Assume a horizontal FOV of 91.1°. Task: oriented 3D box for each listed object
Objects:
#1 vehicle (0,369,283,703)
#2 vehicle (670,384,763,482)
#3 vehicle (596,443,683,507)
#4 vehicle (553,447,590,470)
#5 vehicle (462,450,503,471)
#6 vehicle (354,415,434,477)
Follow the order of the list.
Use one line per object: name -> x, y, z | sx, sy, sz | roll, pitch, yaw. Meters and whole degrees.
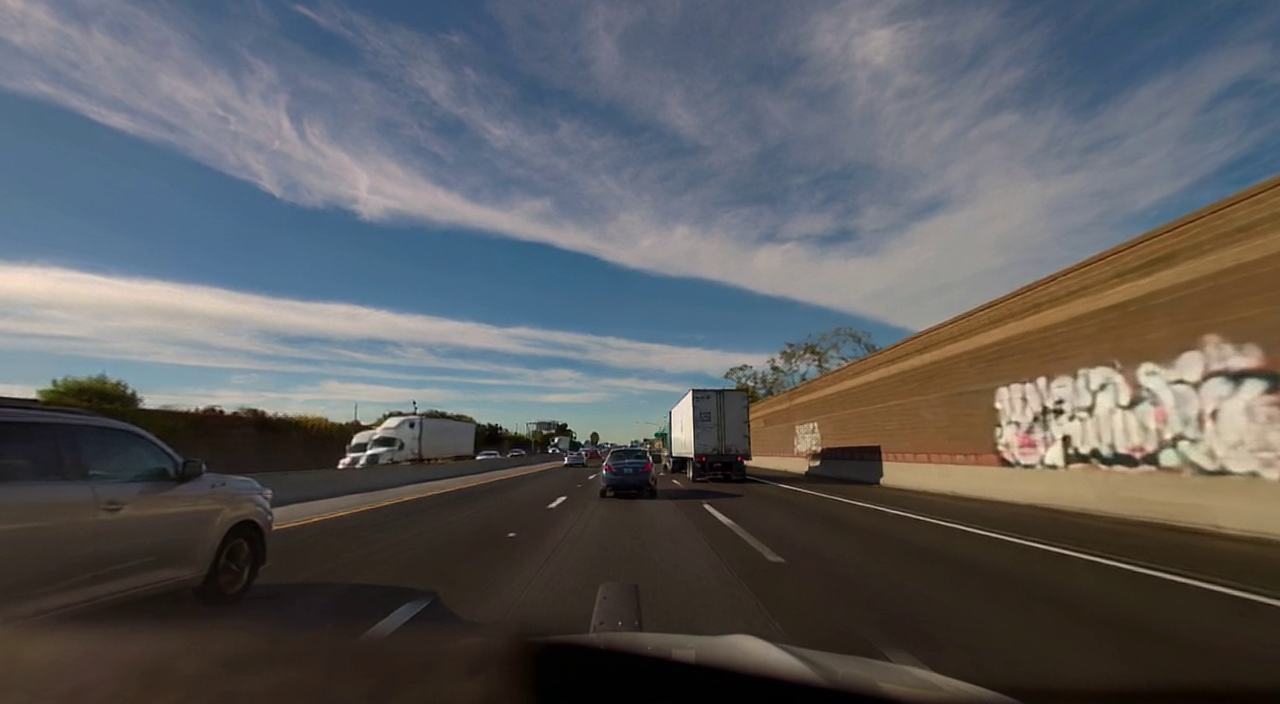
vehicle -> -4.336, 1.008, 3.466 | 1.988, 1.750, 4.711 | 0, -9, -1
vehicle -> 3.459, 4.394, 33.074 | 2.902, 4.014, 14.446 | 0, -9, -1
vehicle -> -0.070, 3.169, 16.702 | 2.033, 1.468, 4.015 | 0, -9, -2
vehicle -> -4.745, 7.437, 44.047 | 2.067, 1.481, 4.085 | -1, -9, 1
vehicle -> -12.121, 8.383, 48.636 | 1.985, 1.486, 4.568 | -1, -9, 0
vehicle -> -16.638, 6.413, 43.009 | 3.007, 3.926, 5.826 | 0, -9, -1
